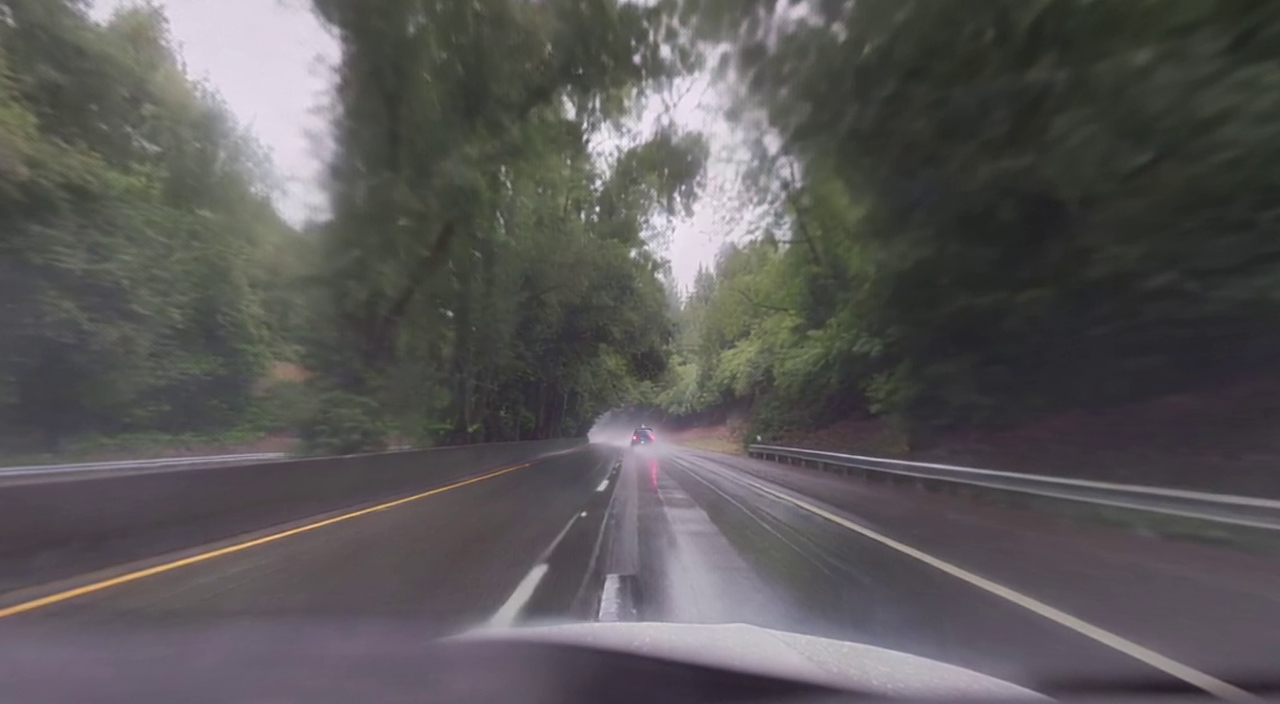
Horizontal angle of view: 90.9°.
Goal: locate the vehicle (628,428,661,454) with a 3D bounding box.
[{"bbox_3d":[0.257,6.549,46.669,2.240,1.801,4.545,0,-8,-2],"label":"vehicle"}]
